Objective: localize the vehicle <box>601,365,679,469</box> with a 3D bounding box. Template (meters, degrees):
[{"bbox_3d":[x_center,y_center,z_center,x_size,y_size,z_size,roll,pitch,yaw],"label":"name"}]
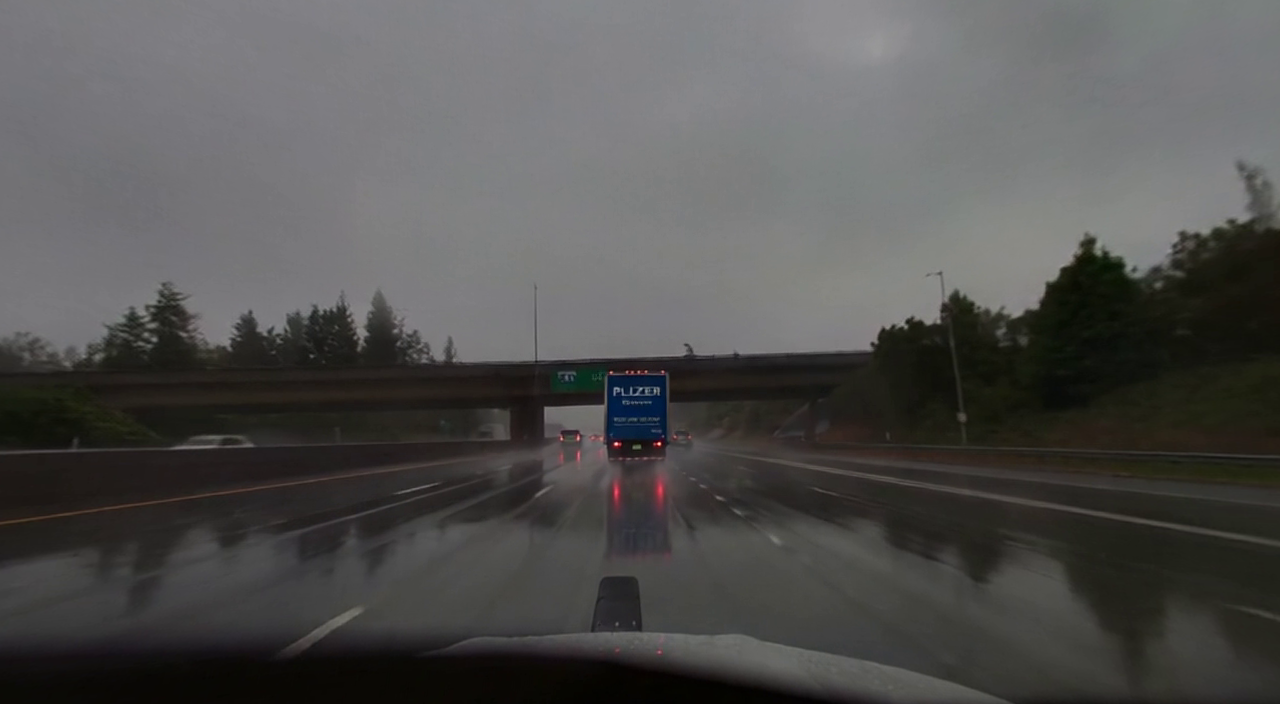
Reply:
[{"bbox_3d":[-0.127,3.254,29.942,2.926,3.959,11.818,0,-8,-1],"label":"vehicle"}]

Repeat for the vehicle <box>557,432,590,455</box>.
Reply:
[{"bbox_3d":[-5.149,7.149,49.420,2.198,1.712,4.655,0,-8,-1],"label":"vehicle"}]
